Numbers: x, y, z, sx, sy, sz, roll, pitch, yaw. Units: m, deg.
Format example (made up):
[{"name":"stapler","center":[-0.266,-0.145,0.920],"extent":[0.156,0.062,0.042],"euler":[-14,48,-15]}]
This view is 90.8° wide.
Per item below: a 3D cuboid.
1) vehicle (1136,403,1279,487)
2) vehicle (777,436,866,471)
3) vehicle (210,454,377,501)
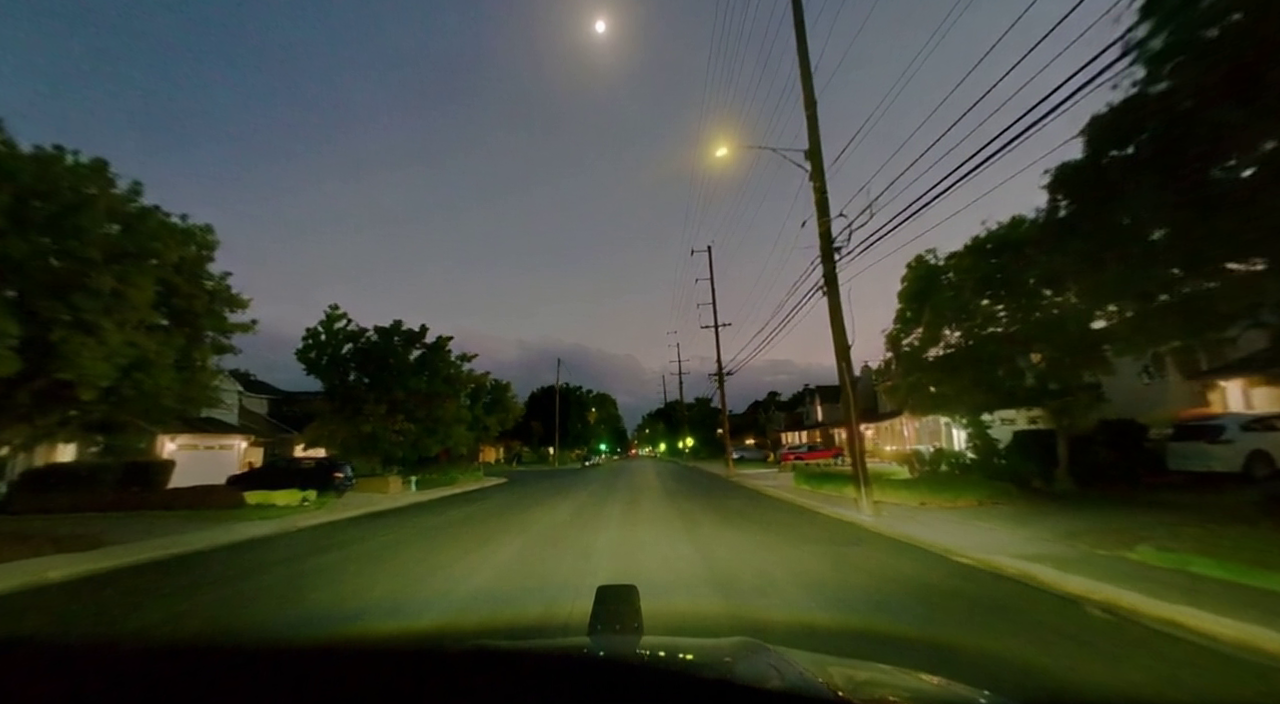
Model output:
[{"name":"vehicle","center":[14.531,2.152,14.502],"extent":[4.373,1.759,2.093],"euler":[0,-9,3]},{"name":"vehicle","center":[10.605,5.964,37.251],"extent":[4.686,1.786,2.019],"euler":[-3,-9,6]},{"name":"vehicle","center":[-12.536,4.552,23.083],"extent":[4.893,1.567,2.105],"euler":[-1,-9,5]}]
